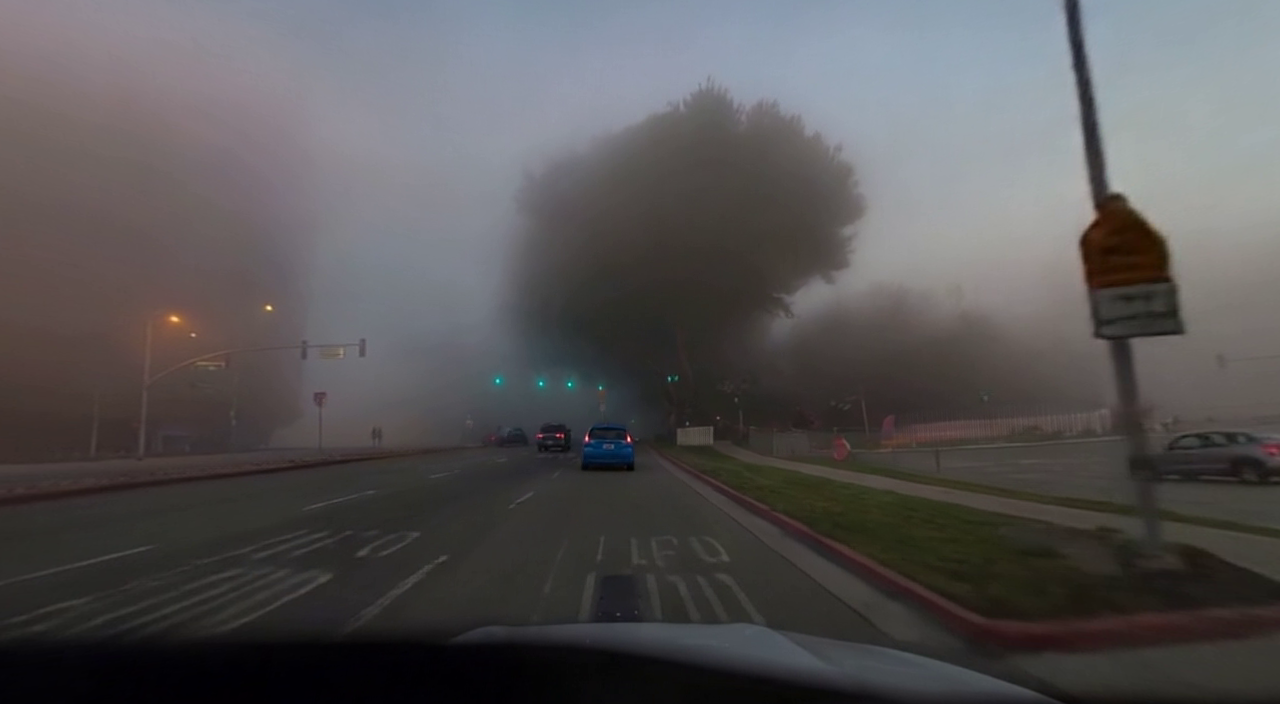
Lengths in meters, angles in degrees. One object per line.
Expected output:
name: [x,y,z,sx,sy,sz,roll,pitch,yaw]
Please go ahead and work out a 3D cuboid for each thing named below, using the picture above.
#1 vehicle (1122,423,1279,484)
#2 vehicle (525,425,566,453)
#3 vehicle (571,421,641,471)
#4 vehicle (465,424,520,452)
vehicle: [19.545,3.548,21.478,1.932,1.762,4.835,0,-13,-6]
vehicle: [-5.241,4.890,35.335,2.023,1.485,3.721,1,-8,-5]
vehicle: [-1.118,3.286,22.152,2.231,1.572,4.227,0,-8,-1]
vehicle: [-9.441,5.567,40.721,1.994,1.717,4.380,-1,-8,8]
